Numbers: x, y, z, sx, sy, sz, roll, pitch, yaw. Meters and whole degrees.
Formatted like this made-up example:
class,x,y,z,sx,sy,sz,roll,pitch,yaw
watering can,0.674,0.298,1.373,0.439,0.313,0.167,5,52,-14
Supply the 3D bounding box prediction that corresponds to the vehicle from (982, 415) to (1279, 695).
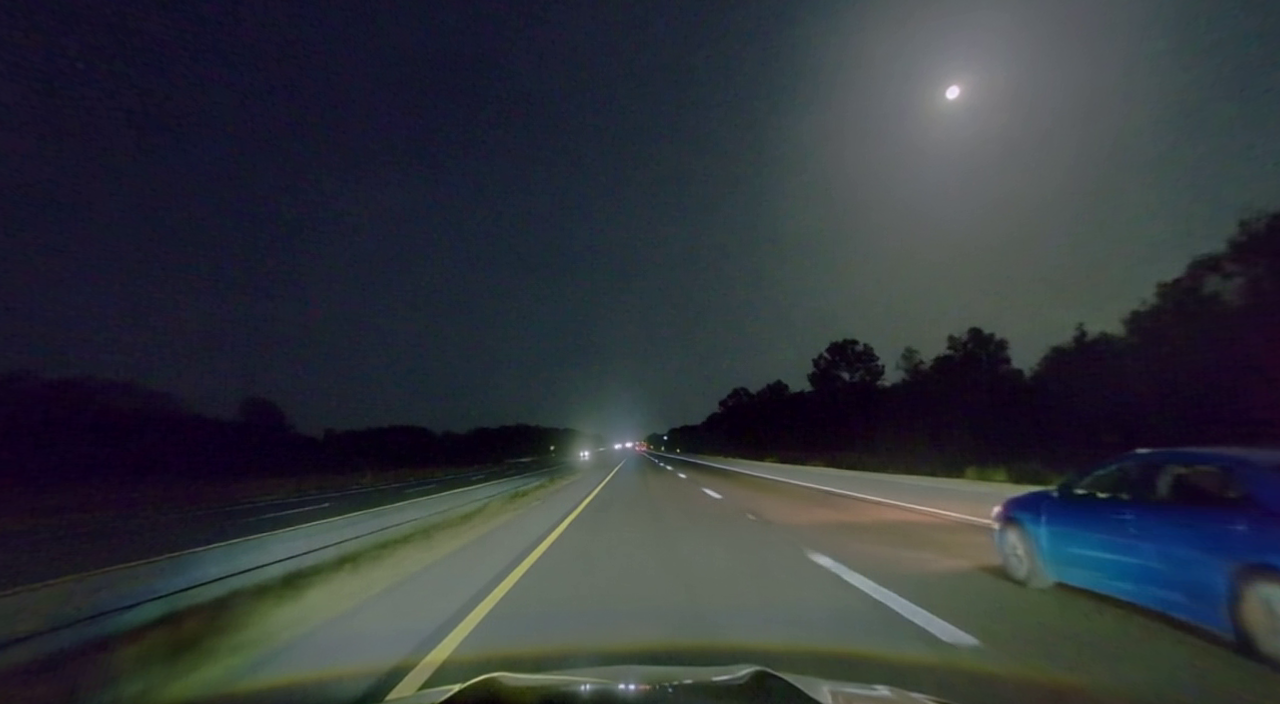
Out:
class,x,y,z,sx,sy,sz,roll,pitch,yaw
vehicle,4.315,1.146,3.904,1.981,1.440,4.125,-1,-9,-1
